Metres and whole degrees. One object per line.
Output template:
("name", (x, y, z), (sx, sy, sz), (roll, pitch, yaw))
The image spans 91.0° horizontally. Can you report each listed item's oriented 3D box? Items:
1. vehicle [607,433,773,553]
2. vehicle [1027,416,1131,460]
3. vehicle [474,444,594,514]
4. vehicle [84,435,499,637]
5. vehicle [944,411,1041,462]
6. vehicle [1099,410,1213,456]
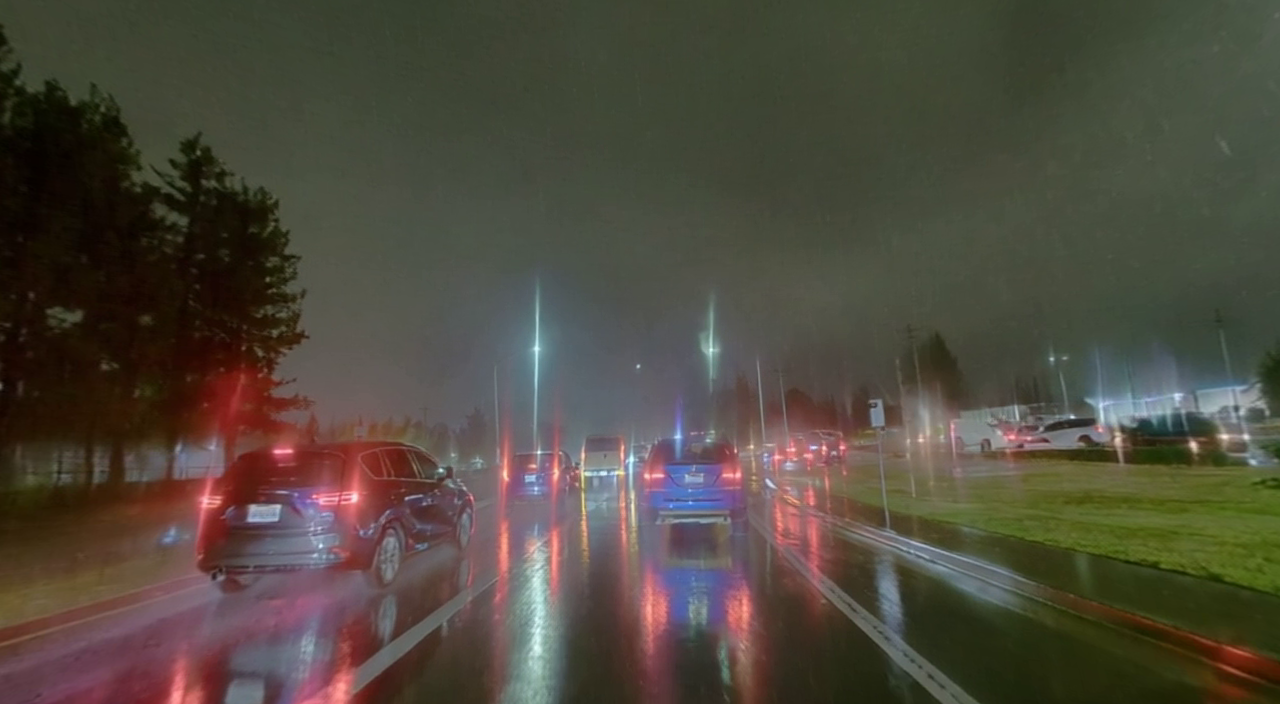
("vehicle", (0.768, 2.147, 10.309), (2.142, 1.528, 4.133), (-1, -9, 4))
("vehicle", (18.090, 3.585, 26.188), (1.803, 1.518, 3.893), (-6, -9, 8))
("vehicle", (-2.464, 3.066, 15.798), (1.870, 1.490, 4.187), (-1, -9, 6))
("vehicle", (-3.162, 1.724, 6.980), (1.940, 1.502, 4.241), (-1, -9, 4))
("vehicle", (14.700, 3.610, 26.606), (2.288, 1.933, 4.612), (-2, -9, 13))
("vehicle", (20.697, 3.298, 25.489), (1.902, 1.529, 3.937), (-7, -9, 13))
